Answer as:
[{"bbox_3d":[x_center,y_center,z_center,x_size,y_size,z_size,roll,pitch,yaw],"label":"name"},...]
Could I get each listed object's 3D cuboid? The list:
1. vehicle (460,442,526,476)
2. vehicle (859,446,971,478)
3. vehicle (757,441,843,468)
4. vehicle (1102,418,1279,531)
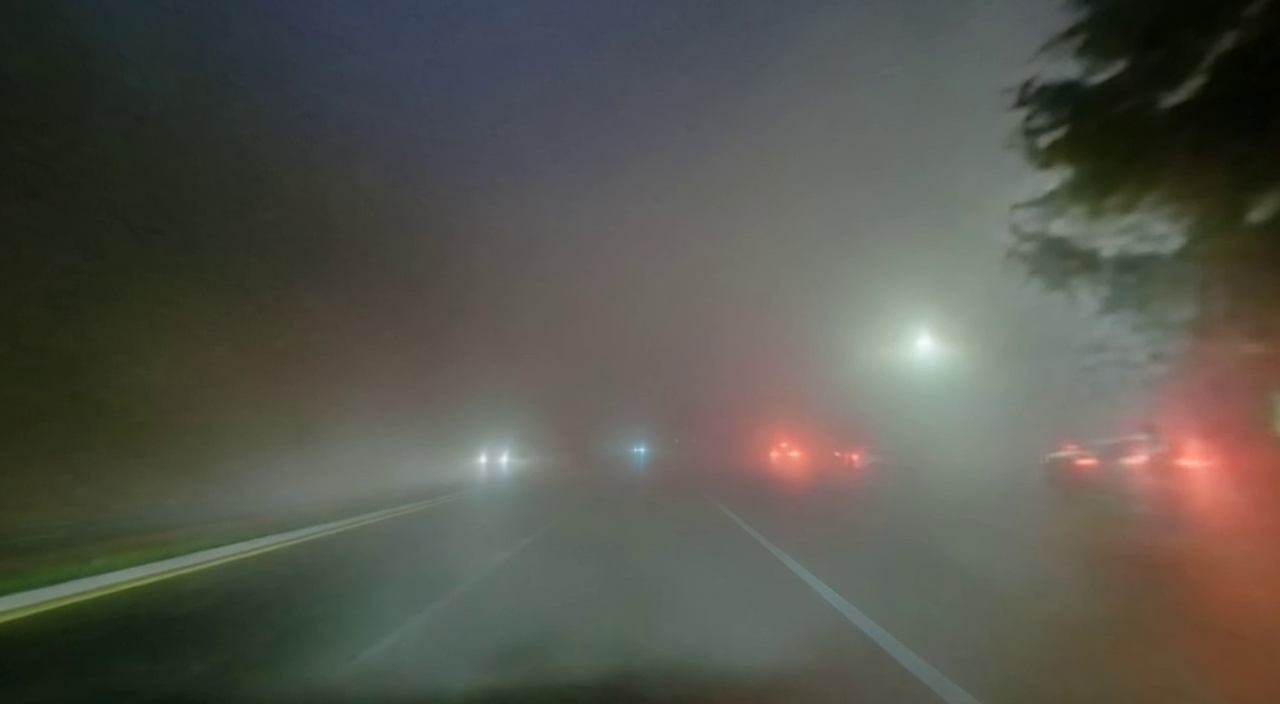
[{"bbox_3d":[-8.392,6.160,36.618,2.401,1.807,4.960,-1,-9,3],"label":"vehicle"},{"bbox_3d":[13.083,5.222,30.161,4.438,1.444,1.900,0,-9,0],"label":"vehicle"},{"bbox_3d":[10.676,6.852,42.344,5.118,1.701,2.175,0,-9,-2],"label":"vehicle"},{"bbox_3d":[10.896,2.015,10.674,4.493,1.705,2.034,0,-9,0],"label":"vehicle"}]
